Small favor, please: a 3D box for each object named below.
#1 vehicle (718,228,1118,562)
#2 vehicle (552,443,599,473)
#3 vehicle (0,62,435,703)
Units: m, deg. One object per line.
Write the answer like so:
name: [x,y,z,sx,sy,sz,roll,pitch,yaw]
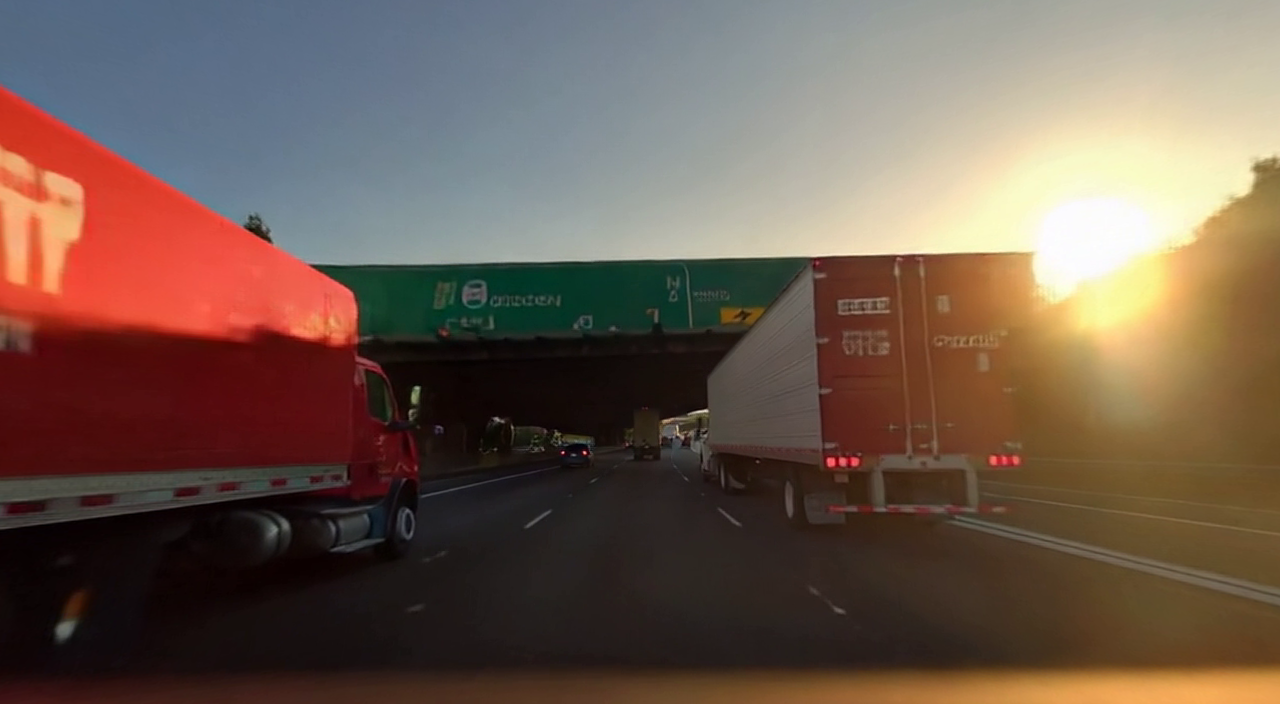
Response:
vehicle: [4.060,1.424,14.187,2.951,3.974,13.340,-1,-9,0]
vehicle: [-3.409,5.718,34.318,2.024,1.472,4.014,-1,-9,2]
vehicle: [-3.809,0.607,4.441,2.557,2.855,6.674,0,-9,-1]
